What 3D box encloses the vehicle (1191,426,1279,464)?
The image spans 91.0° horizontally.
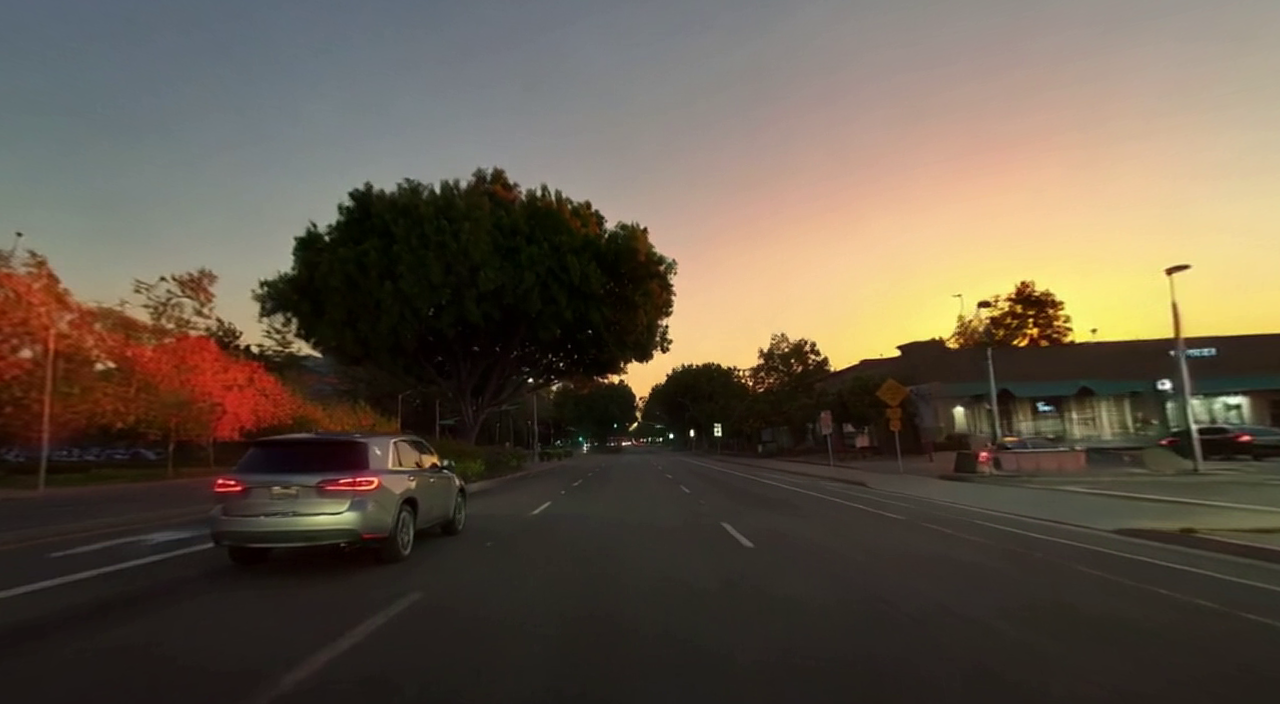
[{"bbox_3d":[30.189,4.525,30.659,4.507,1.752,2.016,-1,-9,9],"label":"vehicle"}]

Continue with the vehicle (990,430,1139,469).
[{"bbox_3d":[17.452,4.045,26.089,4.671,1.466,1.937,0,-9,5],"label":"vehicle"}]

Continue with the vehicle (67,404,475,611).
[{"bbox_3d":[-3.599,1.604,7.503,2.039,1.656,4.710,0,-9,-1],"label":"vehicle"}]

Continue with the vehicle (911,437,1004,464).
[{"bbox_3d":[18.304,5.699,36.441,4.398,1.457,1.806,0,-9,1],"label":"vehicle"}]

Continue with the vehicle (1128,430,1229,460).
[{"bbox_3d":[30.744,5.350,36.030,3.806,1.635,1.937,-1,-9,6],"label":"vehicle"}]
